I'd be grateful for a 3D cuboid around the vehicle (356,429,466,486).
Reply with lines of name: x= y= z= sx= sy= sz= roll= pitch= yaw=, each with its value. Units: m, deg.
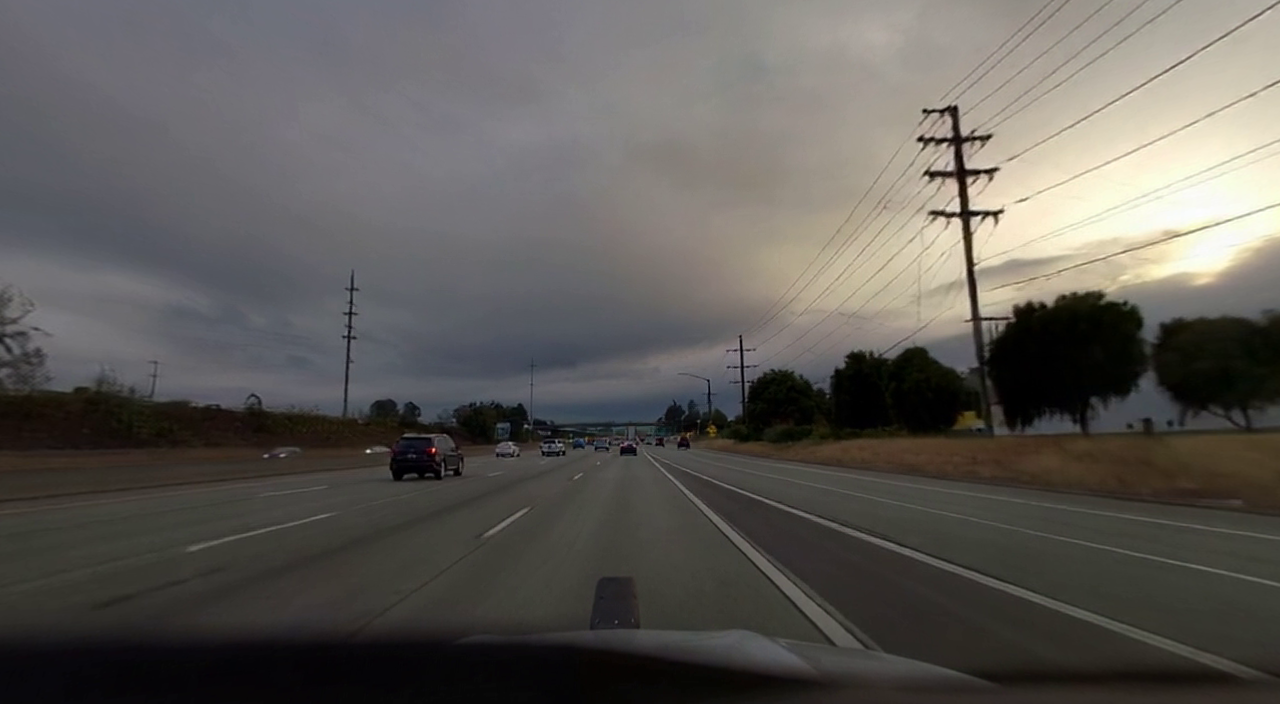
vehicle: x=-7.999 y=3.756 z=22.764 sx=2.115 sy=1.799 sz=5.444 roll=0 pitch=-9 yaw=-2
